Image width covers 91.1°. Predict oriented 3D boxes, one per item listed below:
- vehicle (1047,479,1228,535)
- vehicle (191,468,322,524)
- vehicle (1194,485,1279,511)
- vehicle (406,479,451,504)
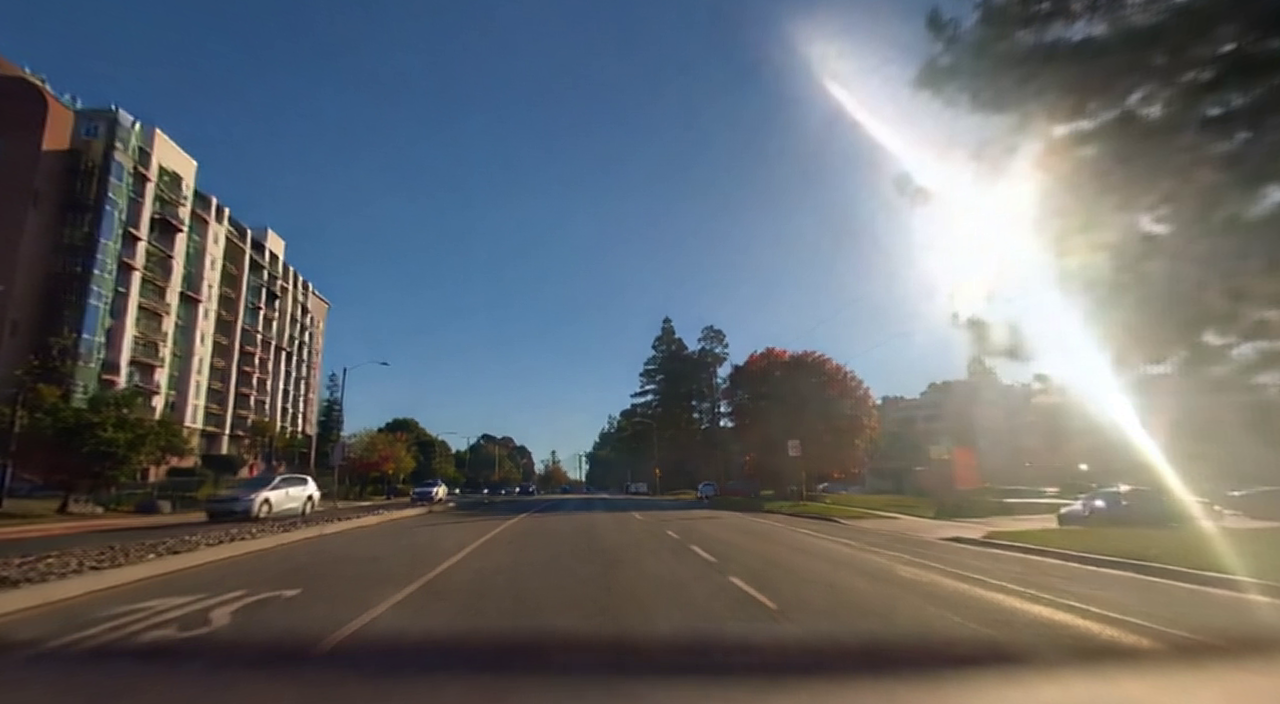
[{"bbox_3d":[15.603,4.919,19.867,4.030,1.483,1.859,-2,-15,-3],"label":"vehicle"},{"bbox_3d":[-13.214,4.948,21.998,2.060,1.618,4.203,1,-9,-3],"label":"vehicle"},{"bbox_3d":[43.181,10.502,45.415,1.803,1.498,4.568,1,-9,-3],"label":"vehicle"},{"bbox_3d":[-15.400,10.139,45.913,1.941,1.511,4.348,1,-9,-3],"label":"vehicle"}]
